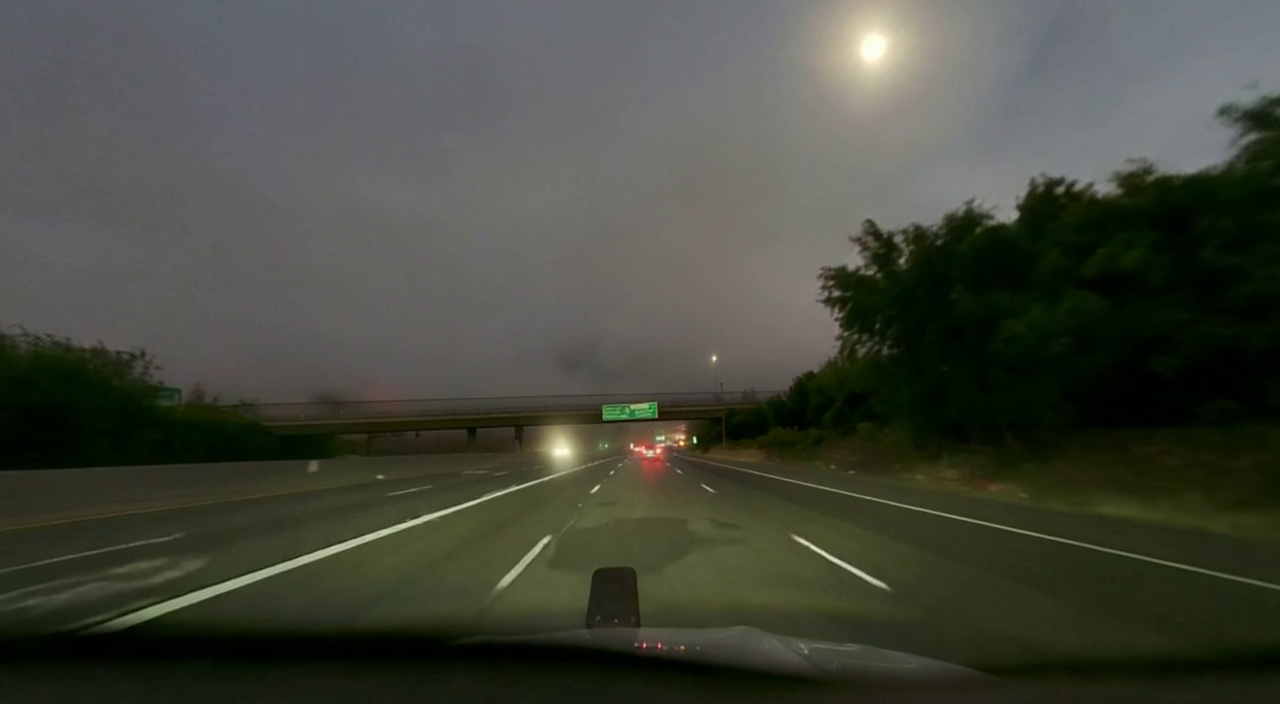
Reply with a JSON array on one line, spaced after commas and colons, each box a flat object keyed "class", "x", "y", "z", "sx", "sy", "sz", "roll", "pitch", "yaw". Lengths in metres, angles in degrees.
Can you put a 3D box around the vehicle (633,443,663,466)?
[{"class": "vehicle", "x": 0.509, "y": 7.033, "z": 43.578, "sx": 1.970, "sy": 1.477, "sz": 4.158, "roll": 0, "pitch": -9, "yaw": -1}]
